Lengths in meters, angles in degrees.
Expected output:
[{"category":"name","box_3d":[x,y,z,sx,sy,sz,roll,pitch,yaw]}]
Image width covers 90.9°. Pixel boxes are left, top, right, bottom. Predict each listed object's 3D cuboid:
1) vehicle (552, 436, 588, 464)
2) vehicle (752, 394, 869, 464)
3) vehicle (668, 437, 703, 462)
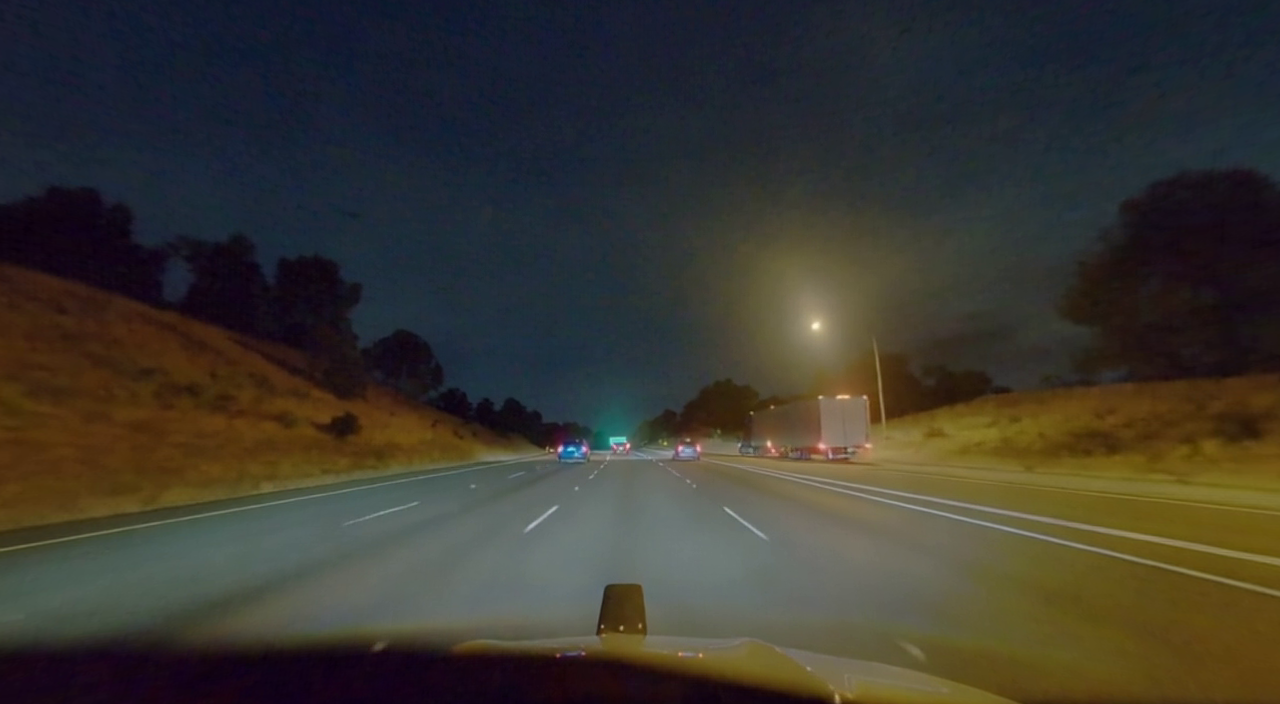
[{"category":"vehicle","box_3d":[-4.945,6.988,45.252,2.120,1.855,4.619,0,-8,-1]},{"category":"vehicle","box_3d":[11.554,5.721,45.604,2.953,4.129,16.568,0,-8,-3]},{"category":"vehicle","box_3d":[3.182,6.923,44.862,1.995,1.712,4.206,0,-8,-3]}]
